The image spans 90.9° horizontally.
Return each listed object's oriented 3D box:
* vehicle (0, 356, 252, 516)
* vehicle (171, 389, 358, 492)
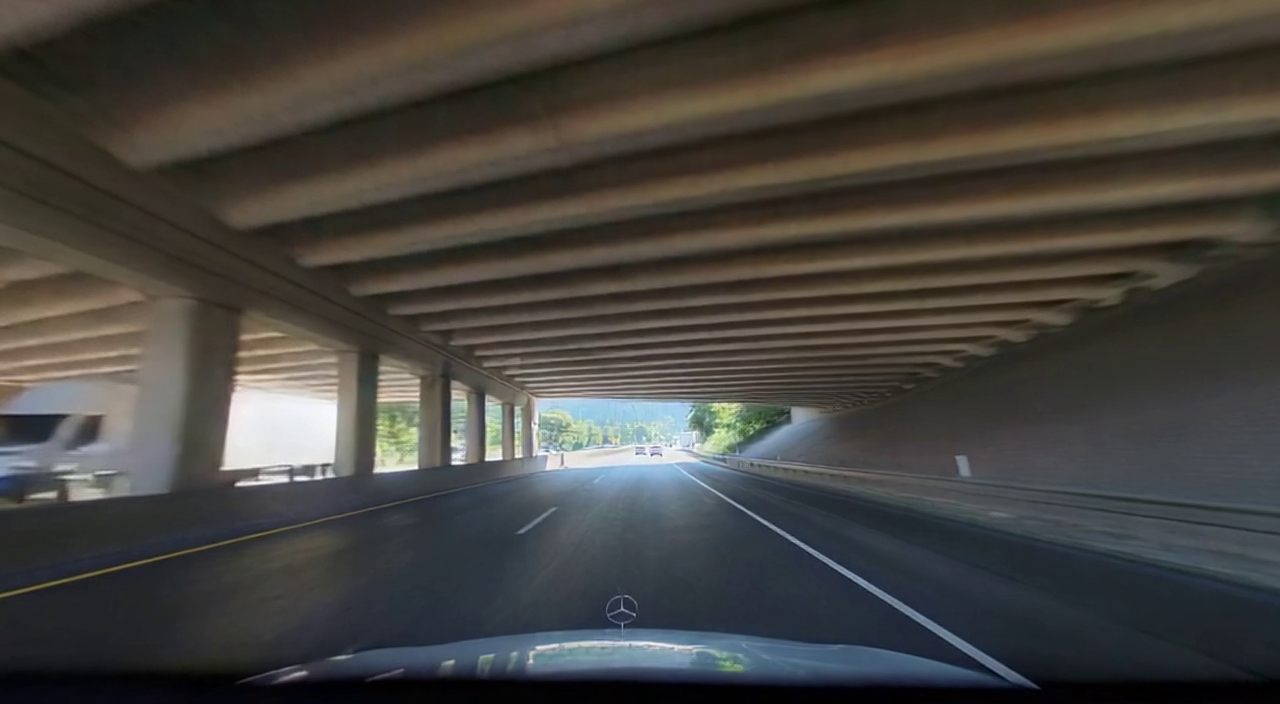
[{"bbox_3d":[-16.831,2.723,19.970,2.898,3.875,9.397,0,-9,1],"label":"vehicle"},{"bbox_3d":[-16.780,4.153,29.344,2.826,4.041,9.212,0,-9,1],"label":"vehicle"}]
